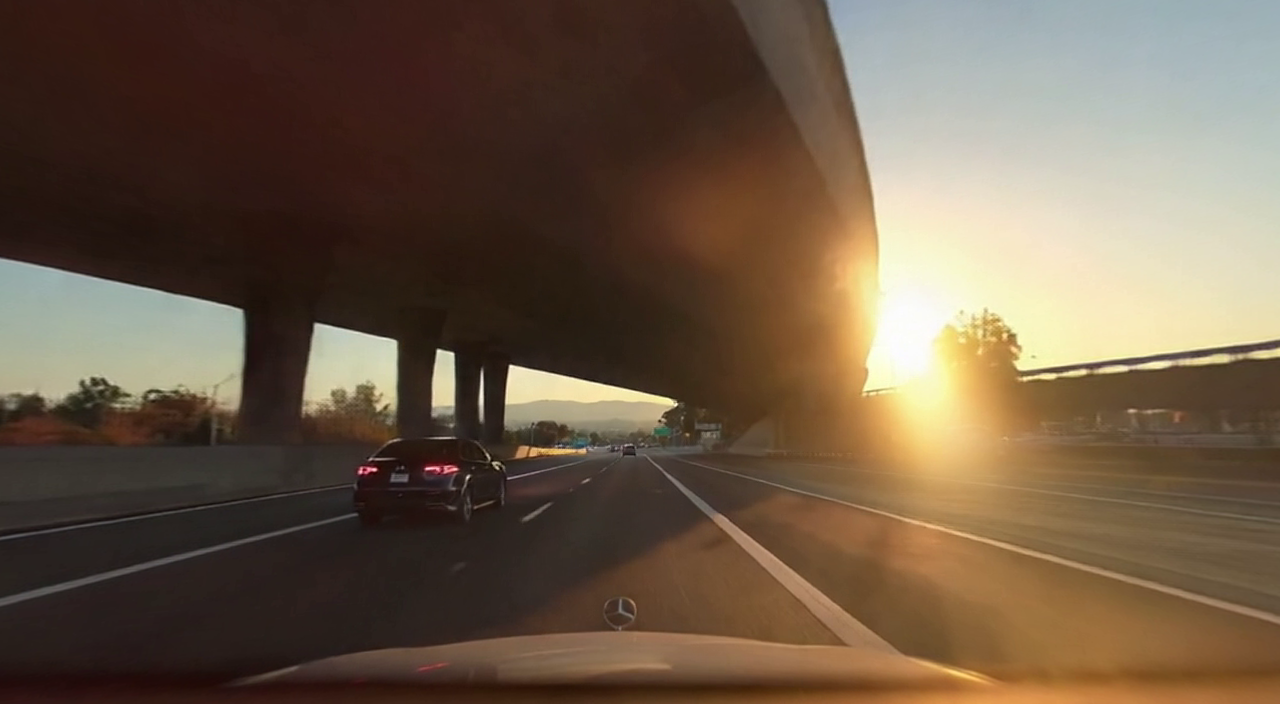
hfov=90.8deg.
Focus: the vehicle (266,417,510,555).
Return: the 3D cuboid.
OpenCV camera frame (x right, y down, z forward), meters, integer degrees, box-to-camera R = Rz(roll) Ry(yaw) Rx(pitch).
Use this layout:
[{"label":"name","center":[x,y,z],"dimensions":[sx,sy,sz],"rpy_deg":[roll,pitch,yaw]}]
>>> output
[{"label":"vehicle","center":[-3.580,1.989,10.091],"dimensions":[2.178,1.699,4.321],"rpy_deg":[0,-8,-1]}]
